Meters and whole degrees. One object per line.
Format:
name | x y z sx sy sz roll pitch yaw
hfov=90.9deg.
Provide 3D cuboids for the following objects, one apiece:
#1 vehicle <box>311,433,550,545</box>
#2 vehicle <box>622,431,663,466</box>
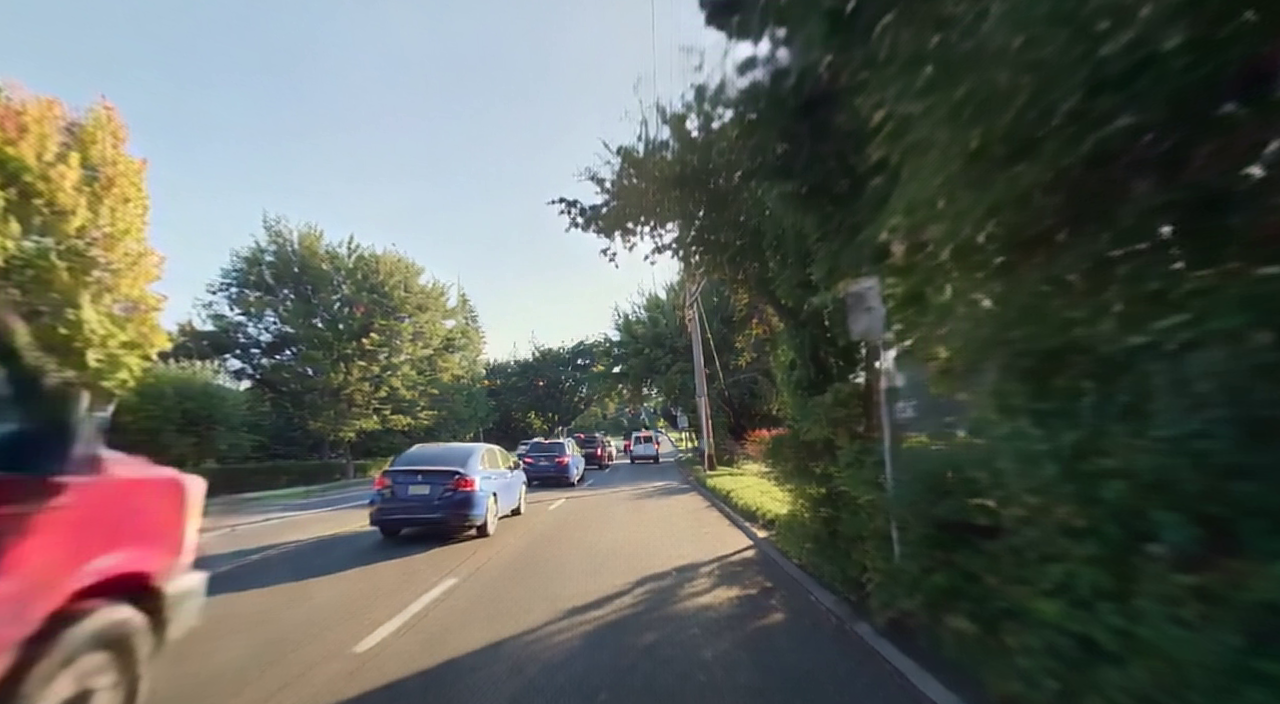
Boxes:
vehicle | -3.157 2.208 10.930 2.260 1.465 4.972 -1 -8 3
vehicle | 0.186 5.575 36.436 2.241 1.912 4.095 -1 -8 2
